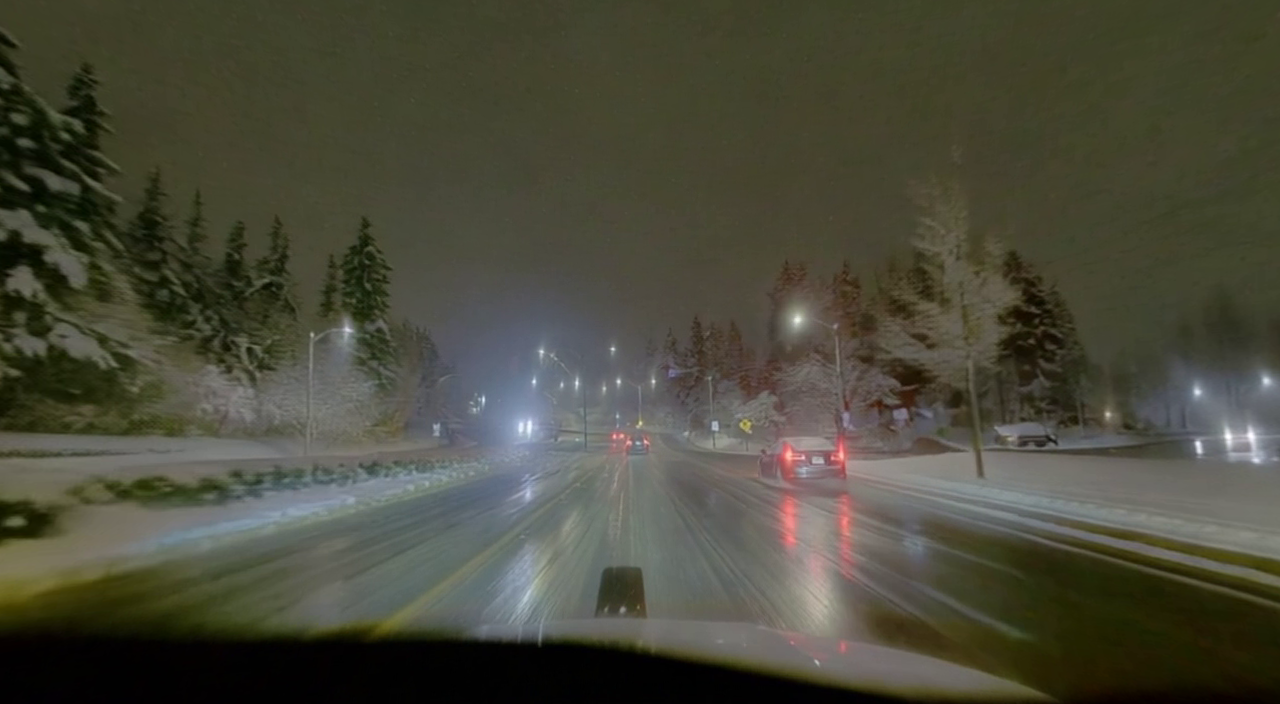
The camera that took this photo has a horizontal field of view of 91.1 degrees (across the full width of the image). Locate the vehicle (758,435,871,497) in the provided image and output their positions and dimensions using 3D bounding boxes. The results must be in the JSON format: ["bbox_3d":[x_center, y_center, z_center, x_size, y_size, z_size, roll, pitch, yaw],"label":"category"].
[{"bbox_3d":[4.746,3.151,17.796,1.913,1.516,4.322,0,-9,-1],"label":"vehicle"}]
